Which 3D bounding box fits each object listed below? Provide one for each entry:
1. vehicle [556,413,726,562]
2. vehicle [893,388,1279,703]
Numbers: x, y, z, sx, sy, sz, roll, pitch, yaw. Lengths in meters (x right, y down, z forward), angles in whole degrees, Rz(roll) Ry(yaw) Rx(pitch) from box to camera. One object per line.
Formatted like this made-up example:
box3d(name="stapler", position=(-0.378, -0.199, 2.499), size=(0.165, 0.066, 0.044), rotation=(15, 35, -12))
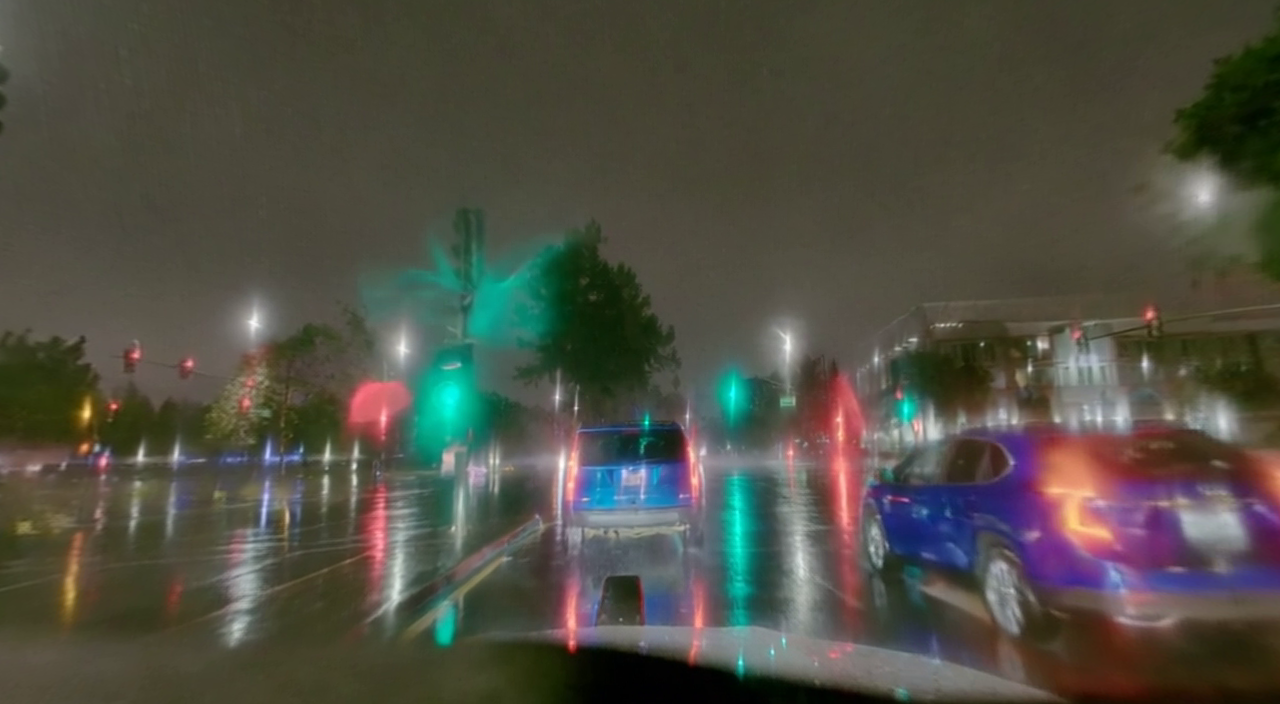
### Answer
box3d(name="vehicle", position=(-0.063, 1.963, 9.869), size=(2.085, 1.807, 4.038), rotation=(0, -8, -2))
box3d(name="vehicle", position=(3.586, 1.173, 4.189), size=(1.899, 1.572, 4.425), rotation=(0, -9, -1))
